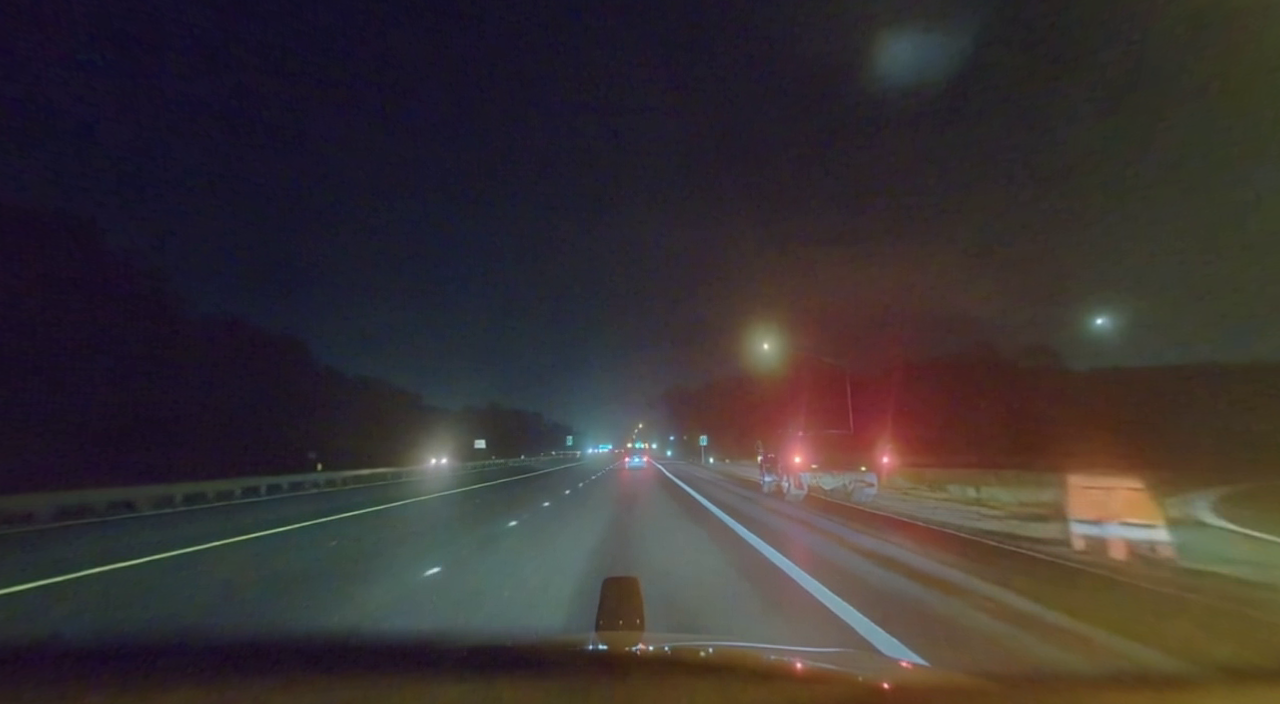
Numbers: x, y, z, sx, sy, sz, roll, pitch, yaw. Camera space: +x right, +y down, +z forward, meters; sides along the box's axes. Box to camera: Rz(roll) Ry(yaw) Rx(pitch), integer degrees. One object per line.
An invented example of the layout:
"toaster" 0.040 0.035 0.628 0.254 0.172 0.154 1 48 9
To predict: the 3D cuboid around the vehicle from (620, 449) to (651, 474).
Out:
"vehicle" -0.224 6.519 37.756 1.695 1.437 3.506 0 -9 2
